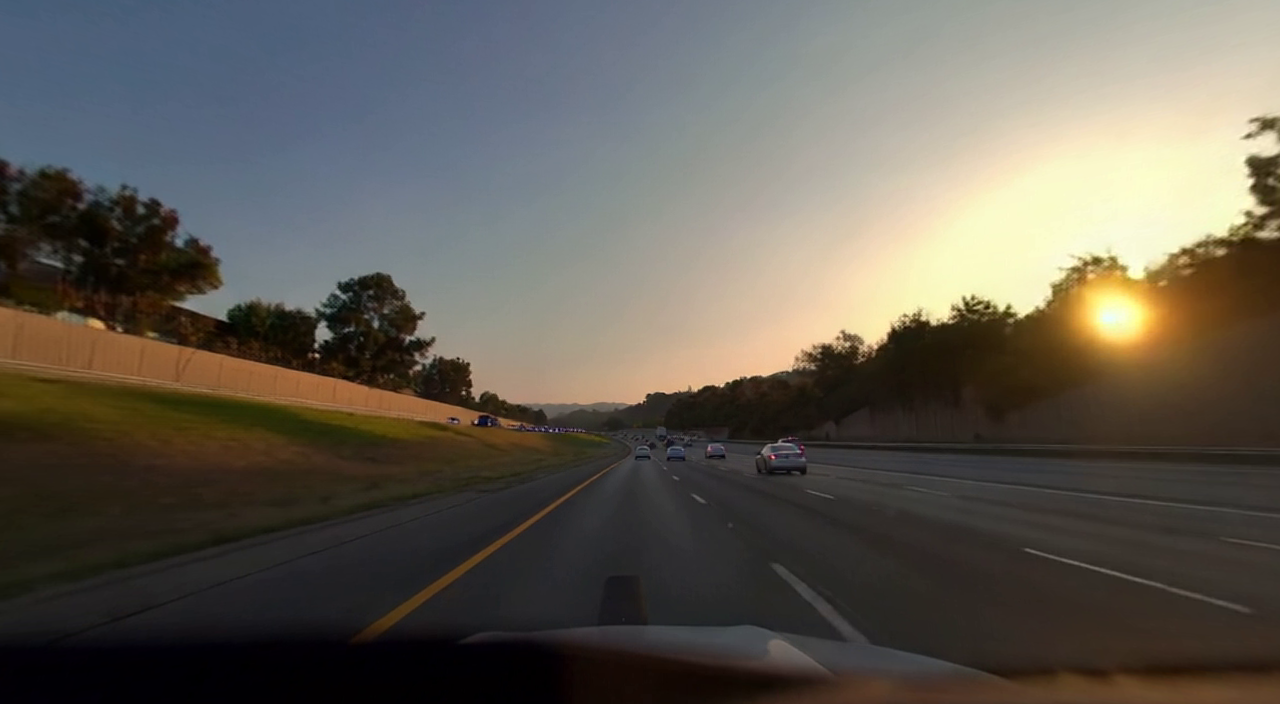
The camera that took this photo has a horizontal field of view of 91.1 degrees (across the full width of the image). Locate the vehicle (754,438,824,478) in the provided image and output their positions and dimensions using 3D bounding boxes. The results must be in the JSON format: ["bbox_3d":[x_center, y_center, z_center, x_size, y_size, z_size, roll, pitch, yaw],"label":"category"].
[{"bbox_3d":[6.899,4.946,29.626,2.048,1.697,4.689,0,-8,-1],"label":"vehicle"}]
